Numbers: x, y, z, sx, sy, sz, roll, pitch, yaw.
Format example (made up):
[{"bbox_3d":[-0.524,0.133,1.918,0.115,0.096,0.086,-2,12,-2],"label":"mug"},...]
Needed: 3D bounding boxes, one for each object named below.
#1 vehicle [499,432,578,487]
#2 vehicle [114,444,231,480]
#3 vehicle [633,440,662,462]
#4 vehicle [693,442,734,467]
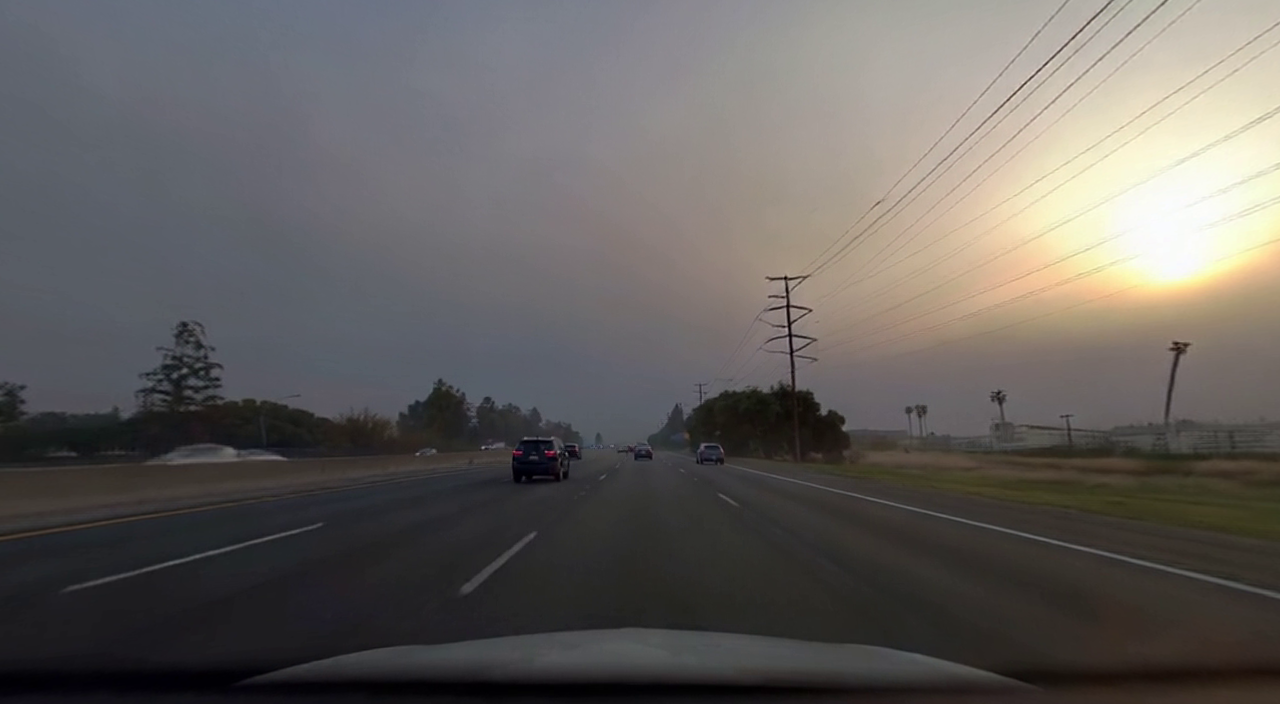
[{"bbox_3d":[-3.399,3.685,21.941,1.961,1.704,4.052,0,-8,1],"label":"vehicle"},{"bbox_3d":[-21.865,5.125,29.763,1.990,1.548,4.522,0,-8,0],"label":"vehicle"},{"bbox_3d":[0.575,7.738,49.357,2.156,1.647,3.987,0,-8,0],"label":"vehicle"},{"bbox_3d":[4.461,6.285,38.875,1.964,1.479,4.252,0,-8,0],"label":"vehicle"}]
